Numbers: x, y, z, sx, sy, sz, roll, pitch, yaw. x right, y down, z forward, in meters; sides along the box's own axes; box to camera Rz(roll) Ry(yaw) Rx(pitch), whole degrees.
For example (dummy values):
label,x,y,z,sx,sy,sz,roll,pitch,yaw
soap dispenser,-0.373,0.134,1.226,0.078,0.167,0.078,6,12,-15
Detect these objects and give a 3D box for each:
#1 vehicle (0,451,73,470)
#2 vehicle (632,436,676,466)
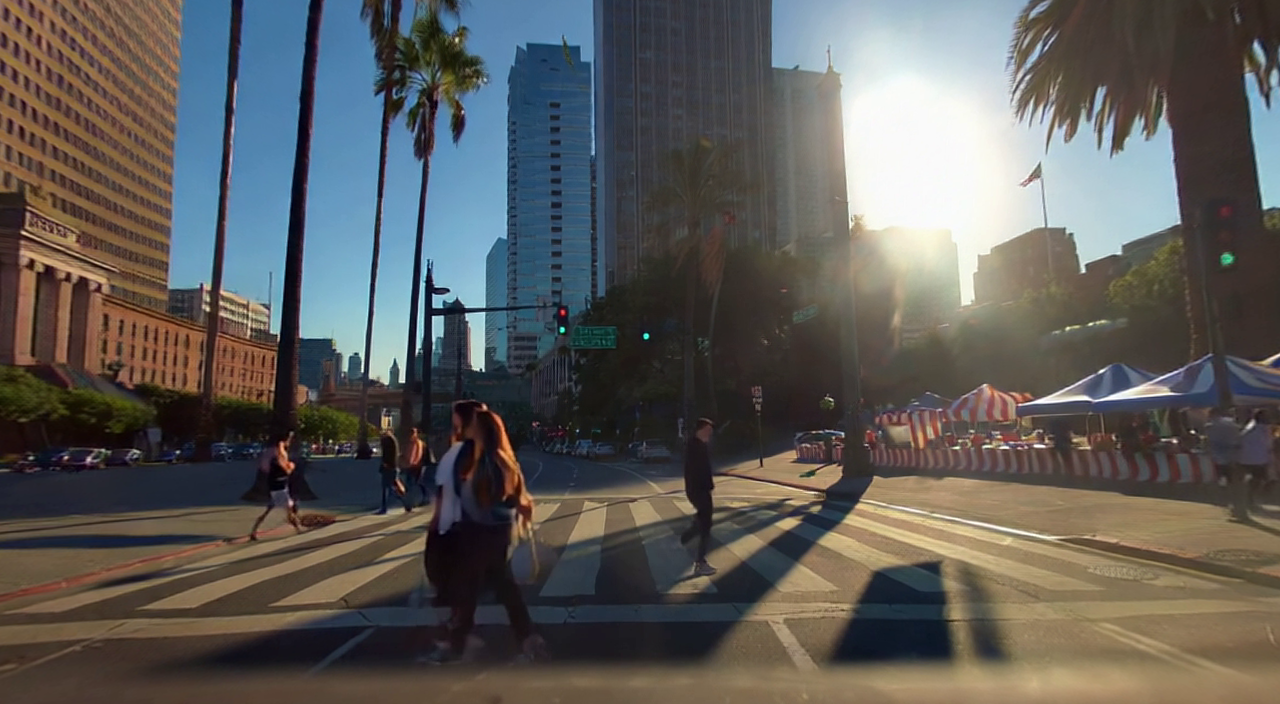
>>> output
label,x,y,z,sx,sy,sz,roll,pitch,yaw
vehicle,-46.209,8.170,47.594,2.121,1.294,5.167,0,-8,1
vehicle,0.932,7.288,46.538,2.322,2.071,5.366,1,-9,-9
